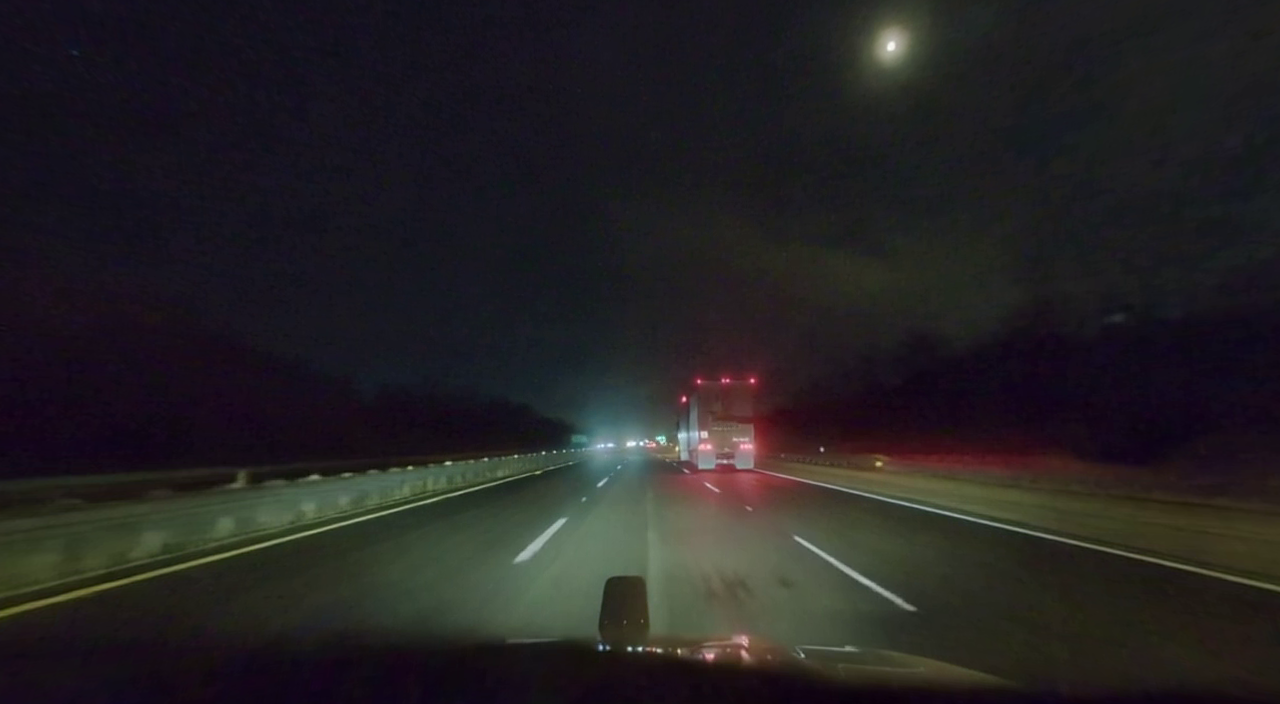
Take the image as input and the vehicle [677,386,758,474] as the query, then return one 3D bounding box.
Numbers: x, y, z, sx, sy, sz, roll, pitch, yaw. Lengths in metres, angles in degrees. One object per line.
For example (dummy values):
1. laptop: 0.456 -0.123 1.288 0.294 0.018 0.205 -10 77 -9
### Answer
1. vehicle: 4.063 4.733 36.783 2.933 4.100 14.317 0 -9 0
